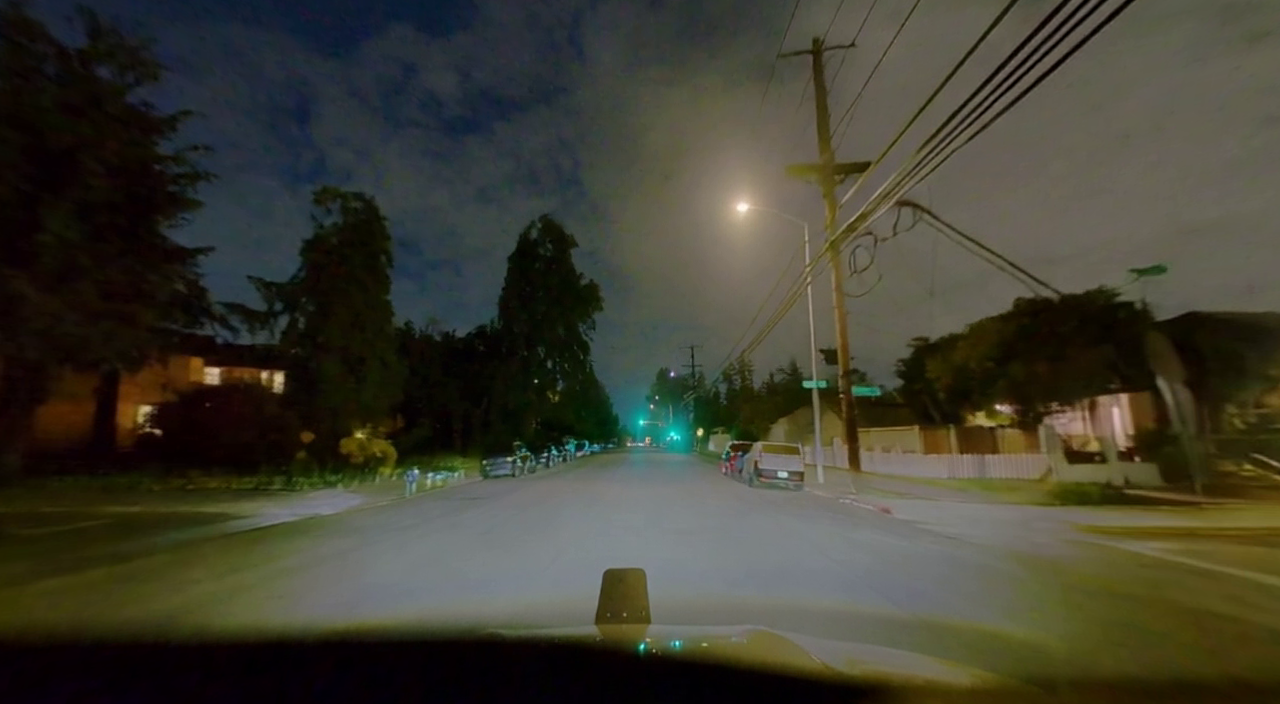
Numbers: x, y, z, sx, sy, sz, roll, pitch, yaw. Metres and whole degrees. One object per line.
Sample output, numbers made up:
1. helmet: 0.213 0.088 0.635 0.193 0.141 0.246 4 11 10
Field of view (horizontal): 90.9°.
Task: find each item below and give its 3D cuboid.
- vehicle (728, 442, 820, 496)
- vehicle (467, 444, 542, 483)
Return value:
1. vehicle: 3.943 3.499 19.287 1.851 1.438 4.177 0 -8 0
2. vehicle: -5.884 4.879 28.063 2.231 1.492 4.727 1 -8 1
